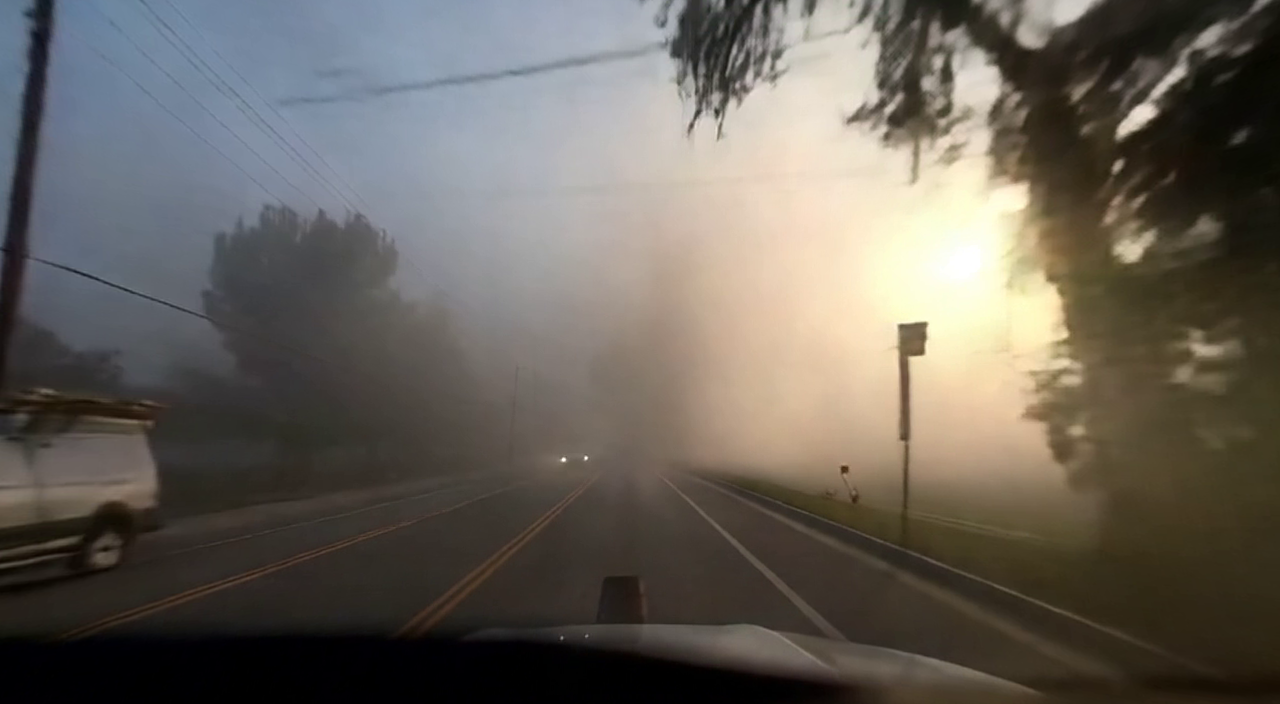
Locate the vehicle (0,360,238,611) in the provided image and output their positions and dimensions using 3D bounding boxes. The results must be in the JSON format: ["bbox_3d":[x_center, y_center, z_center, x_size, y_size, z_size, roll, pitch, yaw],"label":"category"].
[{"bbox_3d":[-8.094,1.575,7.637,2.351,2.696,6.106,-1,-8,1],"label":"vehicle"}]

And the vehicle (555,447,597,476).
[{"bbox_3d":[-3.858,6.715,39.003,2.086,1.608,4.649,-1,-9,0],"label":"vehicle"}]
